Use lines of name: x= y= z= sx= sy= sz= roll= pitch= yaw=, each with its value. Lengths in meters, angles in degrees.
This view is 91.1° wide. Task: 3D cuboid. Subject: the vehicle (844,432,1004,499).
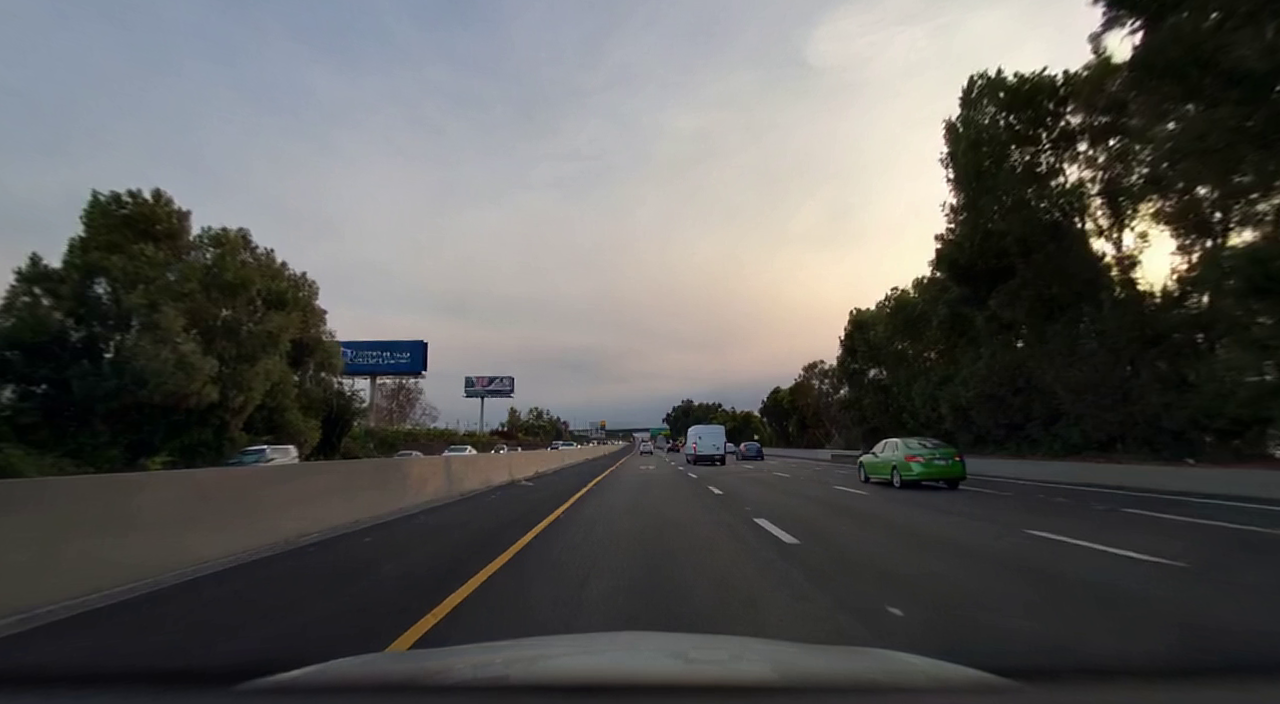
vehicle: x=7.335 y=2.975 z=16.942 sx=2.003 sy=1.517 sz=4.936 roll=0 pitch=-8 yaw=0

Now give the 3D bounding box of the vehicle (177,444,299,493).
vehicle: x=-18.529 y=5.354 z=29.319 sx=2.390 sy=1.916 sz=5.057 roll=-4 pitch=-8 yaw=0

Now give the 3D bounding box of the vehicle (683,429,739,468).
vehicle: x=4.129 y=5.725 z=37.427 sx=2.546 sy=2.087 sz=5.404 roll=0 pitch=-8 yaw=-2

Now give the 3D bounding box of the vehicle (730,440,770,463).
vehicle: x=7.680 y=6.971 z=44.161 sx=2.099 sy=1.510 sz=3.784 roll=0 pitch=-8 yaw=-1

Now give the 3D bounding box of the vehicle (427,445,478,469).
vehicle: x=-13.588 y=7.635 z=45.811 sx=2.213 sy=1.636 sz=4.641 roll=-1 pitch=-8 yaw=1
